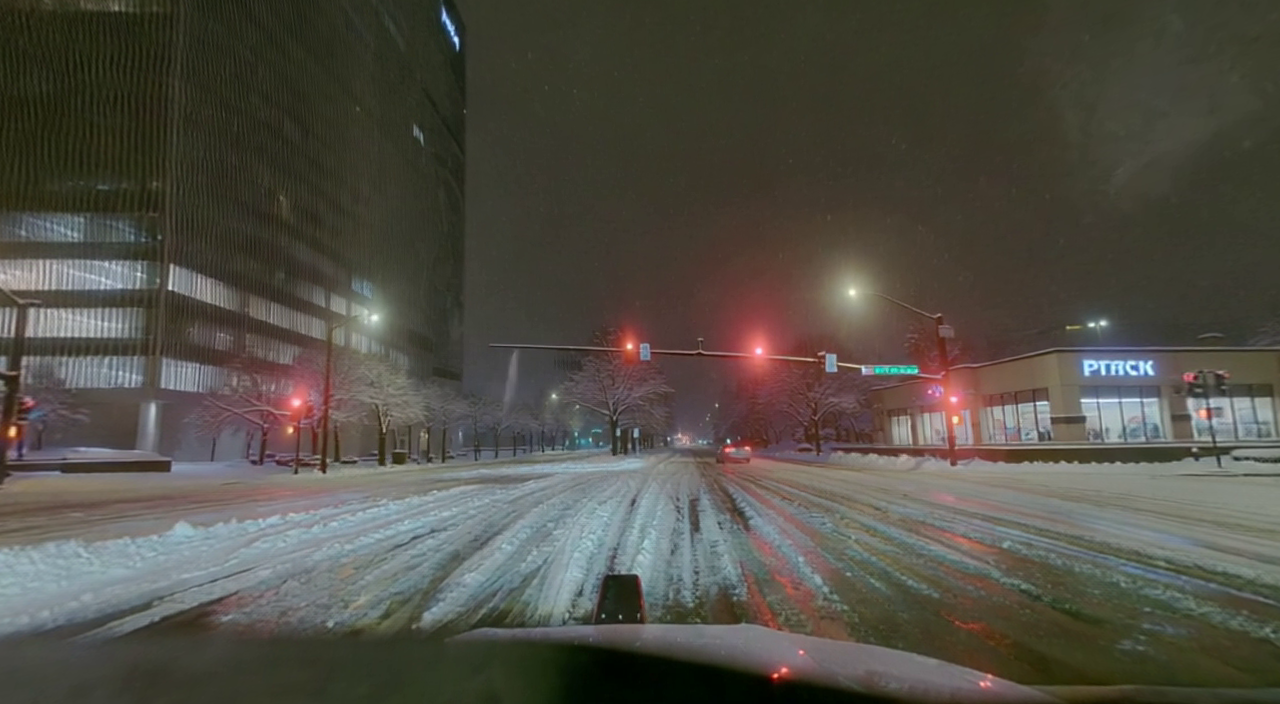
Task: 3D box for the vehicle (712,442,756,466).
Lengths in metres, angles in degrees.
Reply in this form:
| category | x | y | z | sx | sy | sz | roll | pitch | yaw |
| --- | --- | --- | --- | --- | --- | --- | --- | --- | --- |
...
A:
| category | x | y | z | sx | sy | sz | roll | pitch | yaw |
| --- | --- | --- | --- | --- | --- | --- | --- | --- | --- |
| vehicle | 5.992 | 6.570 | 40.945 | 1.988 | 1.466 | 4.529 | 0 | -8 | -2 |
